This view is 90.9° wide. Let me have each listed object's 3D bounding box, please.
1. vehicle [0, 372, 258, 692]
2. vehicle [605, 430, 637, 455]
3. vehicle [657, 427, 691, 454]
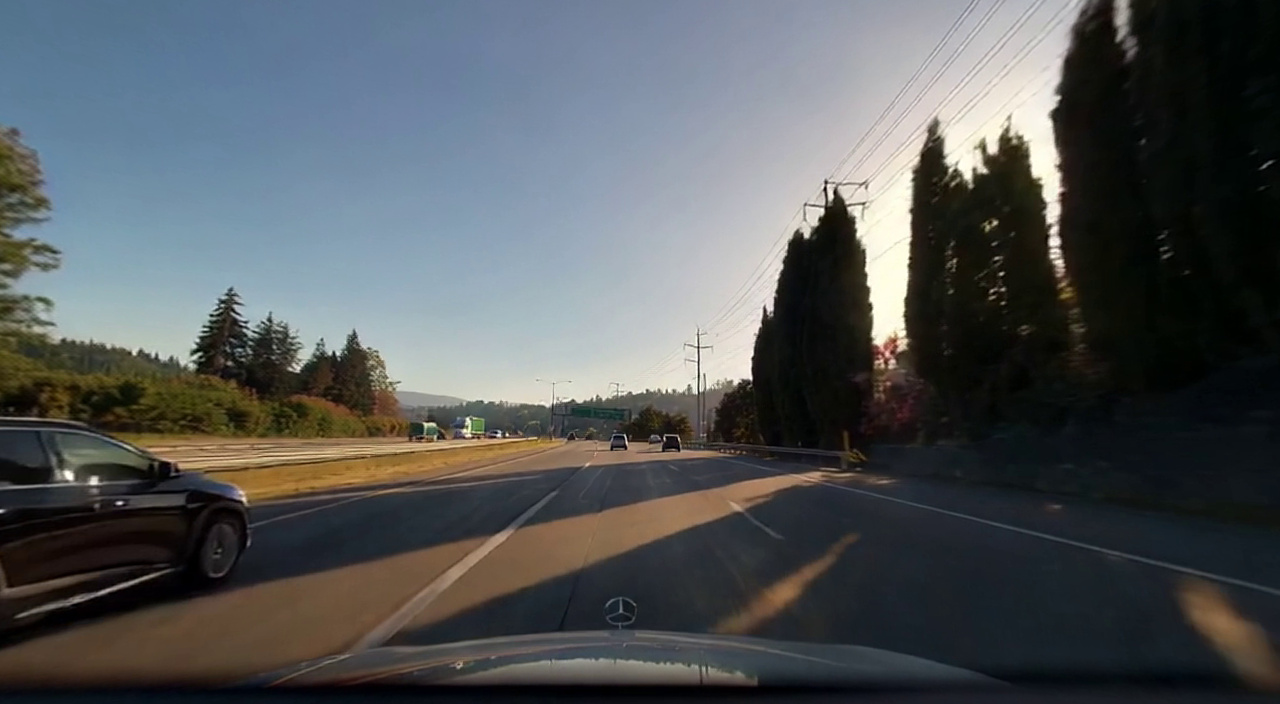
[{"bbox_3d":[-4.257,0.916,3.237,2.100,1.590,4.077,0,-7,-2],"label":"vehicle"},{"bbox_3d":[-1.350,6.325,44.307,2.159,1.690,3.720,0,-7,-3],"label":"vehicle"},{"bbox_3d":[2.452,6.431,45.892,1.976,1.905,3.263,1,-7,-5],"label":"vehicle"}]
